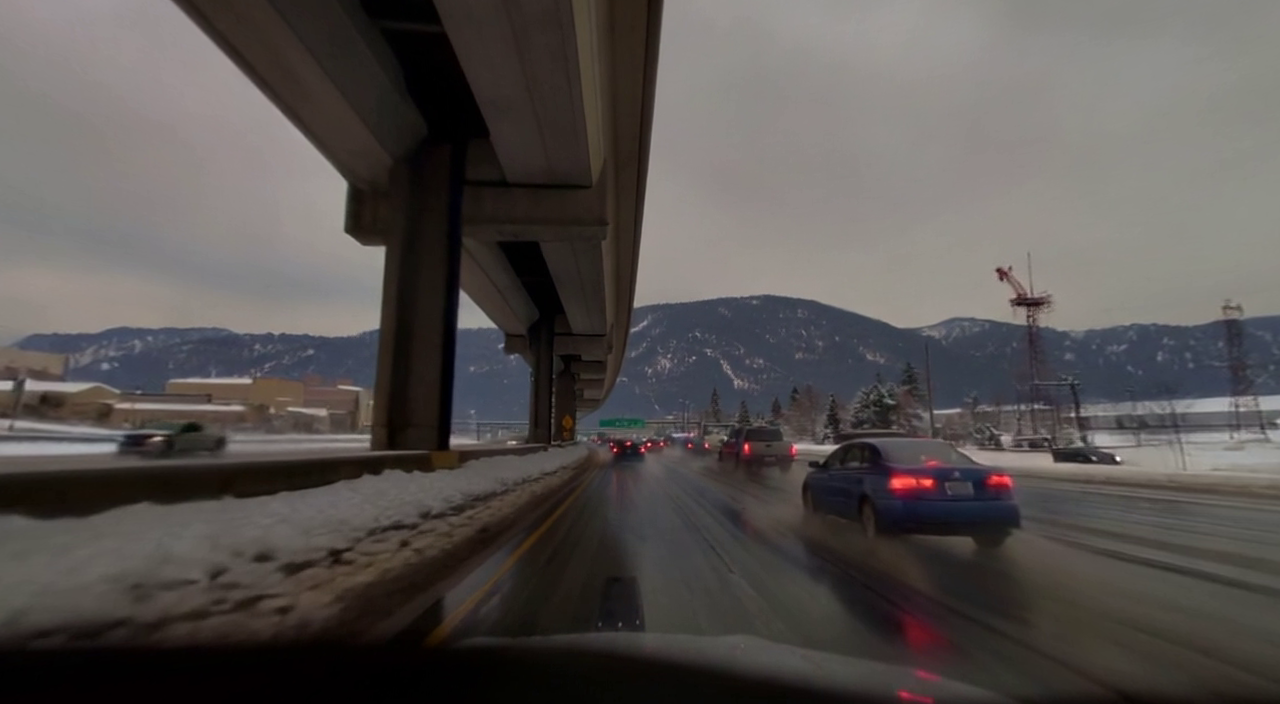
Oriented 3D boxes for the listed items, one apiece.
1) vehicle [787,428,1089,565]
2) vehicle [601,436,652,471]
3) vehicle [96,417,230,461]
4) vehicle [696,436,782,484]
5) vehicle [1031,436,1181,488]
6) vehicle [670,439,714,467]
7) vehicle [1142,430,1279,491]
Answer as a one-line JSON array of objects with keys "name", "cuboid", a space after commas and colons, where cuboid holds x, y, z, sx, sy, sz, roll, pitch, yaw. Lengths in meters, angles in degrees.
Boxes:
[{"name": "vehicle", "cuboid": [3.820, 1.927, 9.364, 1.923, 1.462, 4.895, 0, -8, -2]}, {"name": "vehicle", "cuboid": [-0.734, 4.806, 30.062, 2.266, 1.549, 3.978, 0, -8, -3]}, {"name": "vehicle", "cuboid": [-19.303, 3.579, 25.862, 1.965, 1.627, 4.533, 0, -8, -1]}, {"name": "vehicle", "cuboid": [3.337, 3.745, 22.272, 2.057, 1.517, 4.538, 0, -8, -3]}, {"name": "vehicle", "cuboid": [14.323, 3.385, 19.706, 1.825, 1.458, 3.612, 0, -8, -2]}, {"name": "vehicle", "cuboid": [2.920, 5.821, 36.689, 1.905, 1.491, 4.468, 0, -8, -4]}, {"name": "vehicle", "cuboid": [17.873, 3.177, 18.858, 2.026, 1.609, 4.419, 0, -8, -2]}]
